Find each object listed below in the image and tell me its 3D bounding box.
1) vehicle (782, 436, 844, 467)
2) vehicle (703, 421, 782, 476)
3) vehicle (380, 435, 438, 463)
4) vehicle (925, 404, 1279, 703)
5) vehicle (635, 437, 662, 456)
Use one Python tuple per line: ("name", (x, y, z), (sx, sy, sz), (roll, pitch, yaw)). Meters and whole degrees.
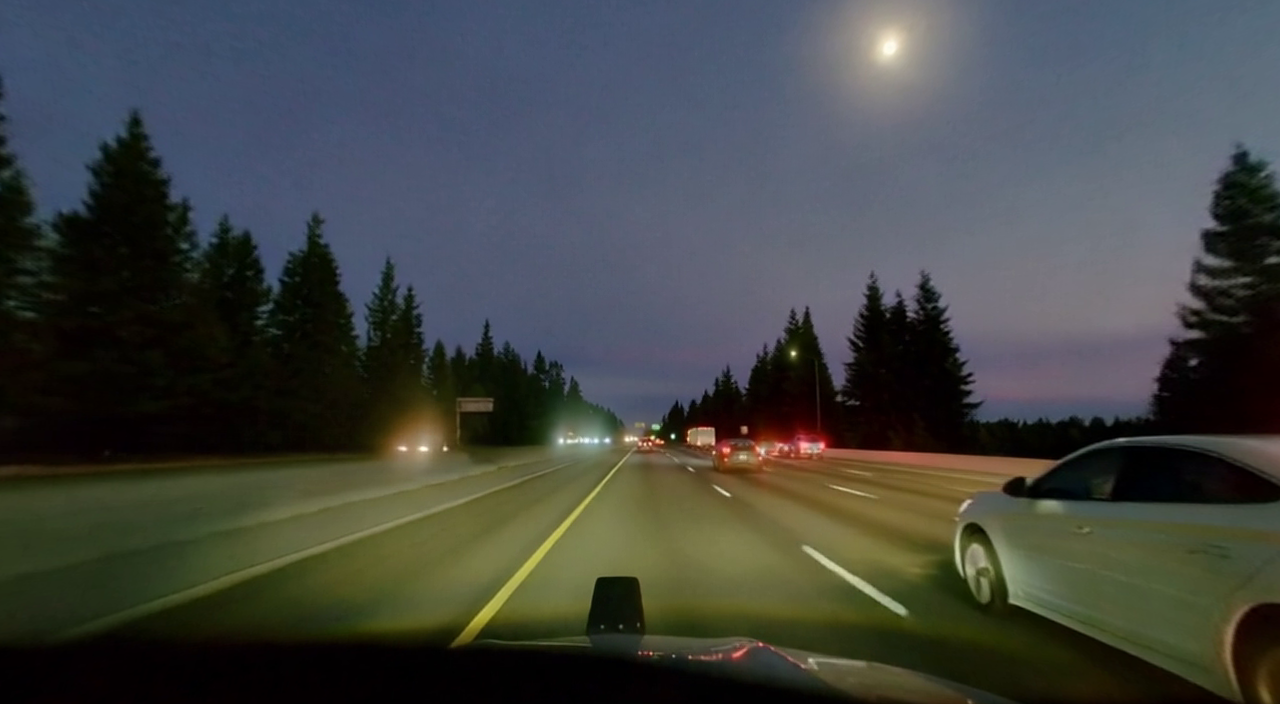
("vehicle", (9.031, 5.230, 33.150), (2.002, 1.500, 4.715), (0, -8, 1))
("vehicle", (3.900, 3.816, 25.015), (2.206, 1.902, 5.460), (0, -8, 0))
("vehicle", (-14.618, 6.156, 39.945), (1.953, 1.633, 4.404), (0, -8, 1))
("vehicle", (3.372, 1.003, 2.886), (1.904, 1.453, 4.789), (0, -8, 0))
("vehicle", (0.643, 7.482, 49.827), (2.052, 1.472, 4.295), (0, -8, 0))
